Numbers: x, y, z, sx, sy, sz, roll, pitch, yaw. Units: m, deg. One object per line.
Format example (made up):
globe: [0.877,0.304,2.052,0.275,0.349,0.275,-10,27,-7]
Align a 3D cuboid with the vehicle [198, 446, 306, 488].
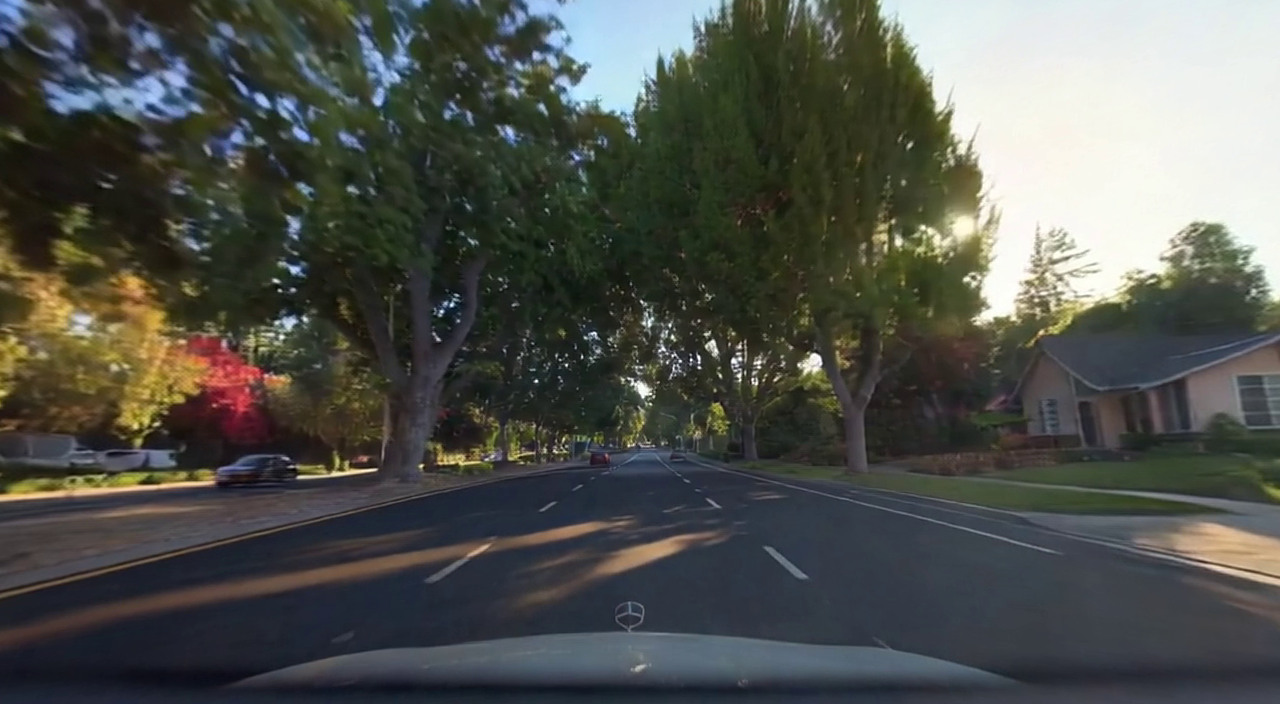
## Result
vehicle: [-17.938,5.295,29.494,1.978,1.766,4.752,0,-9,0]
